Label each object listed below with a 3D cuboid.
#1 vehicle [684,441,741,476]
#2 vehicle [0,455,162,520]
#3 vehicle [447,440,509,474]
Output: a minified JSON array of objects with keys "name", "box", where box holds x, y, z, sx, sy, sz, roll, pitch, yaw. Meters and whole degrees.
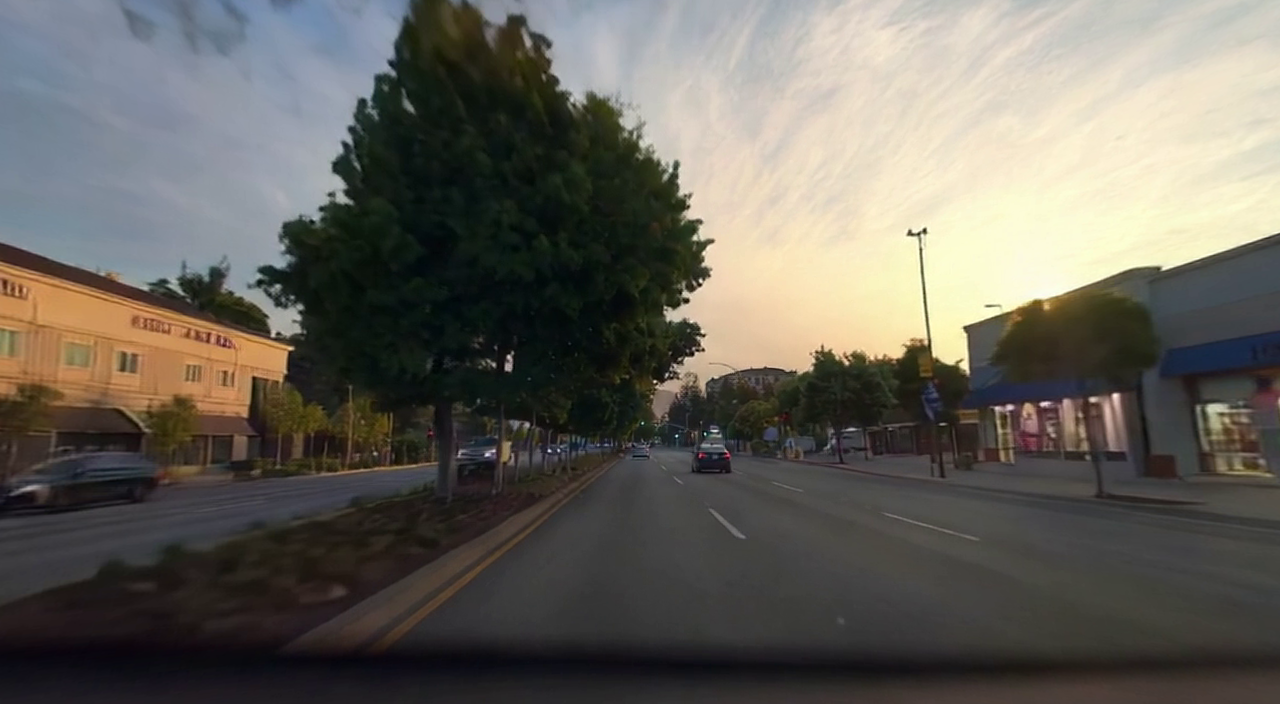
[{"name":"vehicle","box":[3.255,4.885,29.151,1.983,1.482,4.463,0,-9,-1]},{"name":"vehicle","box":[-15.676,3.524,17.005,2.000,1.452,4.469,0,-9,2]},{"name":"vehicle","box":[-8.744,5.701,34.592,2.157,1.720,4.563,0,-9,1]}]
